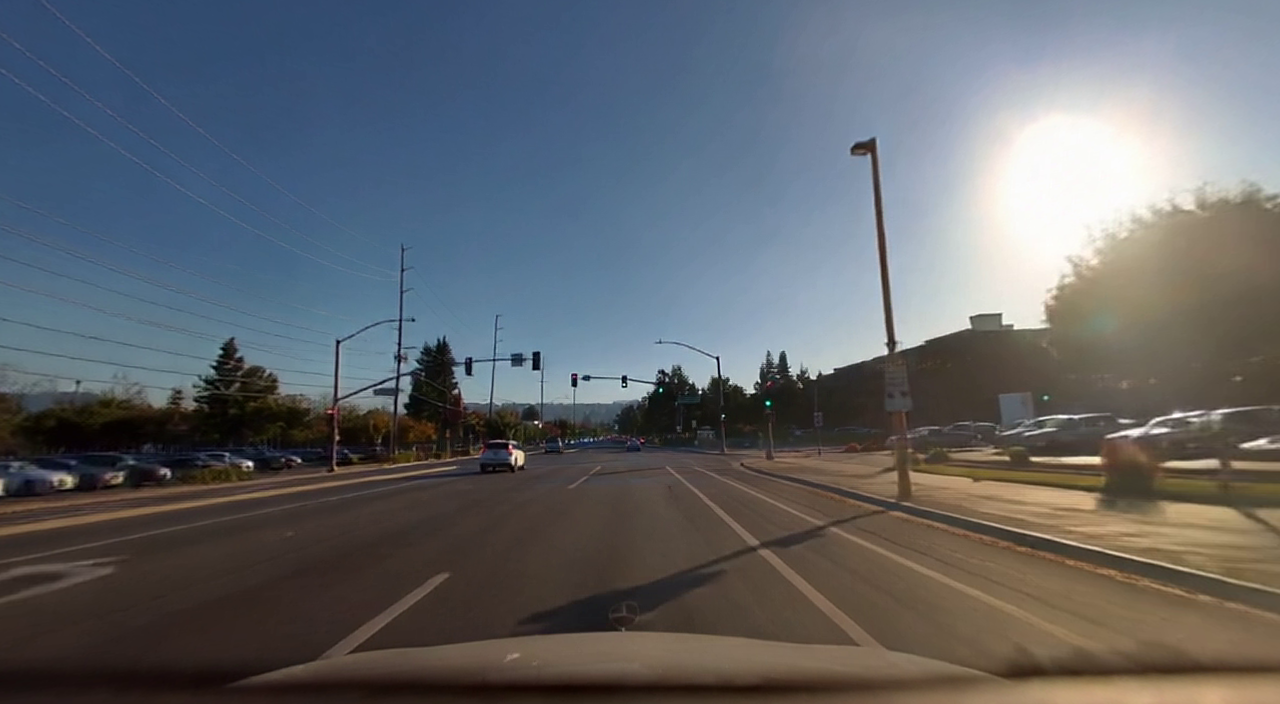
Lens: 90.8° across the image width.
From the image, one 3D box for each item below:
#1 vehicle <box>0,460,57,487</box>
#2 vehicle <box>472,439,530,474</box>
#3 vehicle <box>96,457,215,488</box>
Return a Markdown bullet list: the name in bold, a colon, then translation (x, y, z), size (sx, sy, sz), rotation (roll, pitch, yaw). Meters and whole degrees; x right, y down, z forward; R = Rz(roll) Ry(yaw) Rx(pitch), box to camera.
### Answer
- **vehicle**: translation (-40.074, 7.909, 41.457), size (1.856, 1.500, 4.721), rotation (5, -10, -34)
- **vehicle**: translation (-6.316, 4.782, 29.170), size (1.928, 1.451, 4.219), rotation (0, -8, -3)
- **vehicle**: translation (-24.743, 6.158, 32.363), size (4.403, 1.465, 1.928), rotation (0, -8, -3)
